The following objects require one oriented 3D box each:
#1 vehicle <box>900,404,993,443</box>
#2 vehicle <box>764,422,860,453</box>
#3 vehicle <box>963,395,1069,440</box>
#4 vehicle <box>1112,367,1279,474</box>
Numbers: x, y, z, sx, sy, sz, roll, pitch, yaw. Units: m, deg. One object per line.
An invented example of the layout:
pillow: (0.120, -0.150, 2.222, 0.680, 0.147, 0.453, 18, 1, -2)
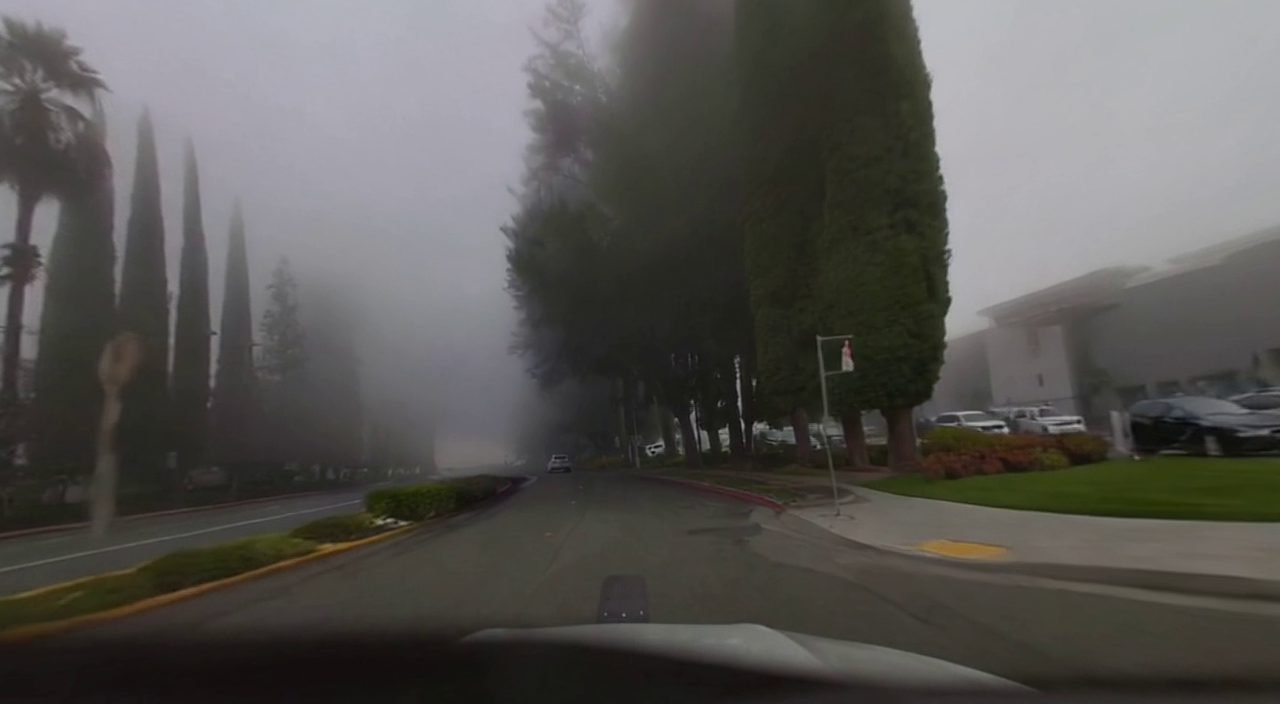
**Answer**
vehicle: (18.638, 4.399, 38.383, 2.002, 1.686, 4.537, -1, -11, -31)
vehicle: (9.528, 4.786, 35.124, 4.671, 1.630, 2.200, 0, -9, -1)
vehicle: (18.767, 3.397, 31.674, 1.992, 1.767, 4.848, -7, -9, -4)
vehicle: (11.834, 1.415, 12.206, 2.196, 1.715, 4.918, -2, -9, 11)
